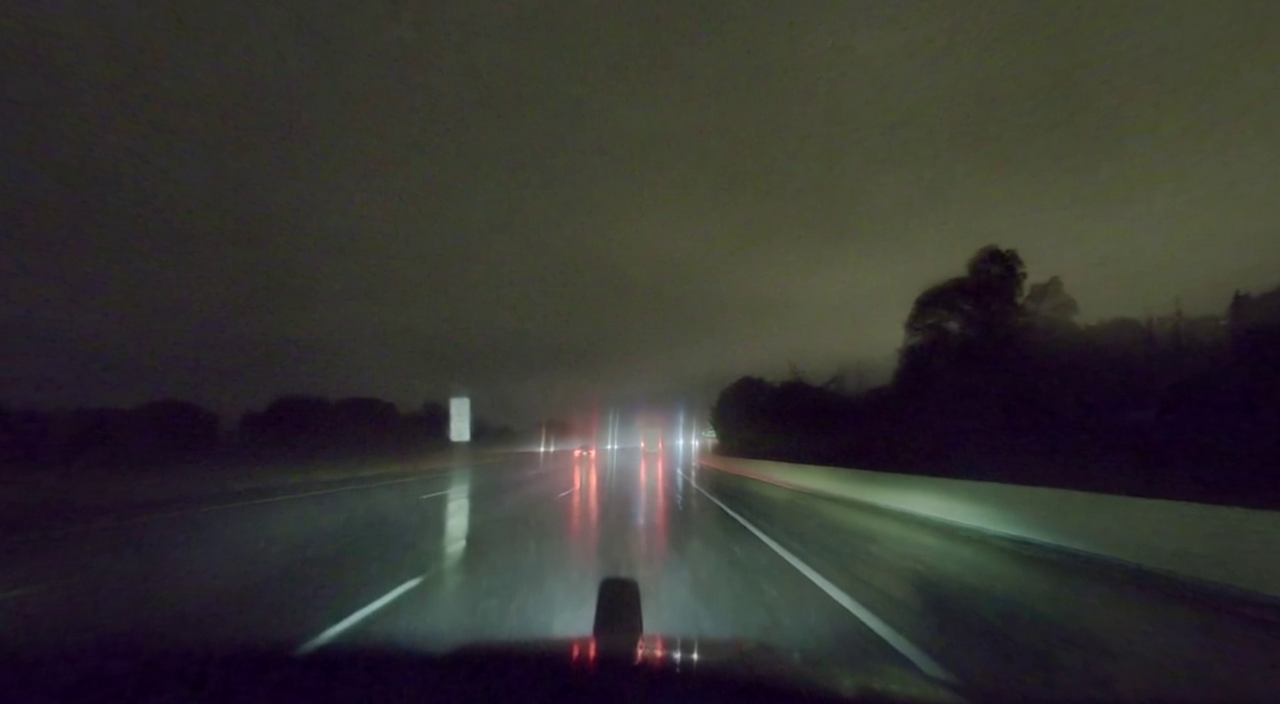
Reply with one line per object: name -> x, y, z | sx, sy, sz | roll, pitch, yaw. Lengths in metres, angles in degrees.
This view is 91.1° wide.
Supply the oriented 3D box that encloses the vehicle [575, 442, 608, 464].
vehicle -> -3.608, 7.619, 47.294 | 1.961, 1.540, 4.487 | -1, -9, 2
